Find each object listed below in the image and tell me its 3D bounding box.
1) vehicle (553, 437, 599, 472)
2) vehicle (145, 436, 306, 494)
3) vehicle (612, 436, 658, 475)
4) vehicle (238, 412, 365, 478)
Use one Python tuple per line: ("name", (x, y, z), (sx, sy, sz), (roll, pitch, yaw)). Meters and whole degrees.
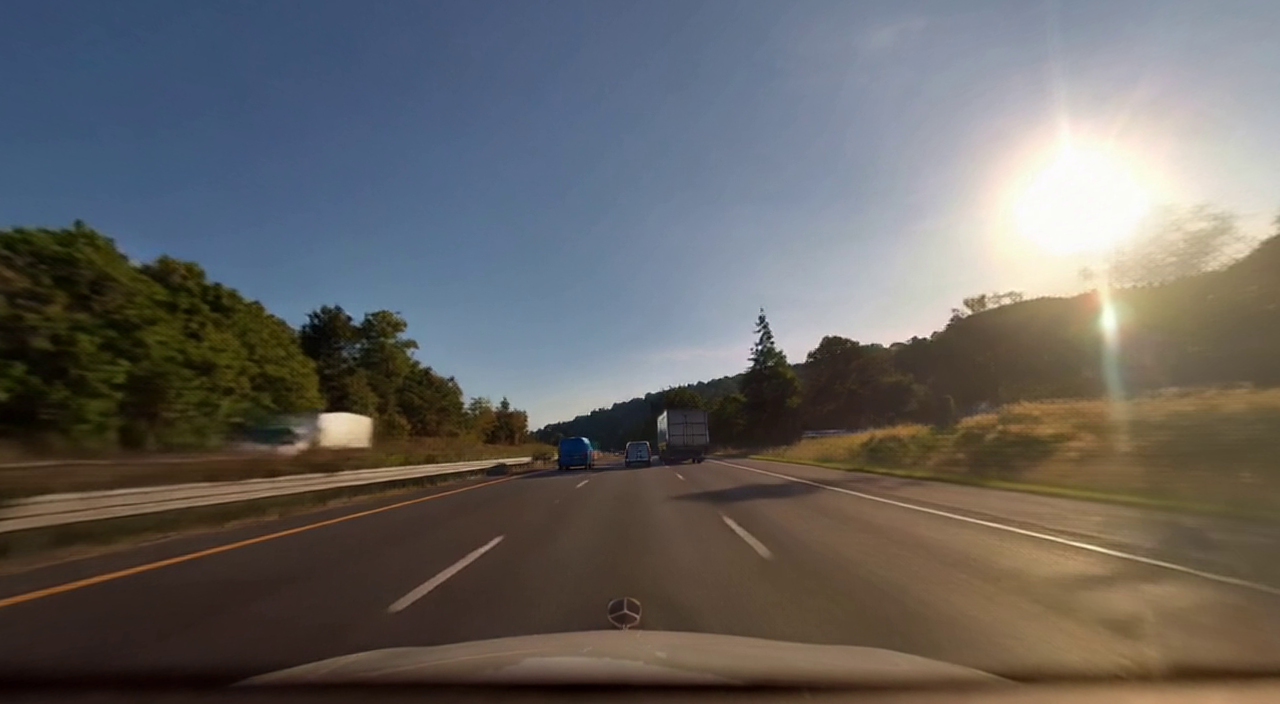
("vehicle", (-3.827, 6.243, 38.460), (2.167, 1.991, 5.062), (-1, -9, 1))
("vehicle", (-11.777, 3.225, 18.303), (1.806, 1.465, 4.136), (0, -9, 1))
("vehicle", (-0.242, 5.301, 32.340), (2.209, 1.825, 4.036), (0, -9, 0))
("vehicle", (-15.429, 4.343, 29.341), (2.271, 2.672, 6.428), (0, -9, 0))
